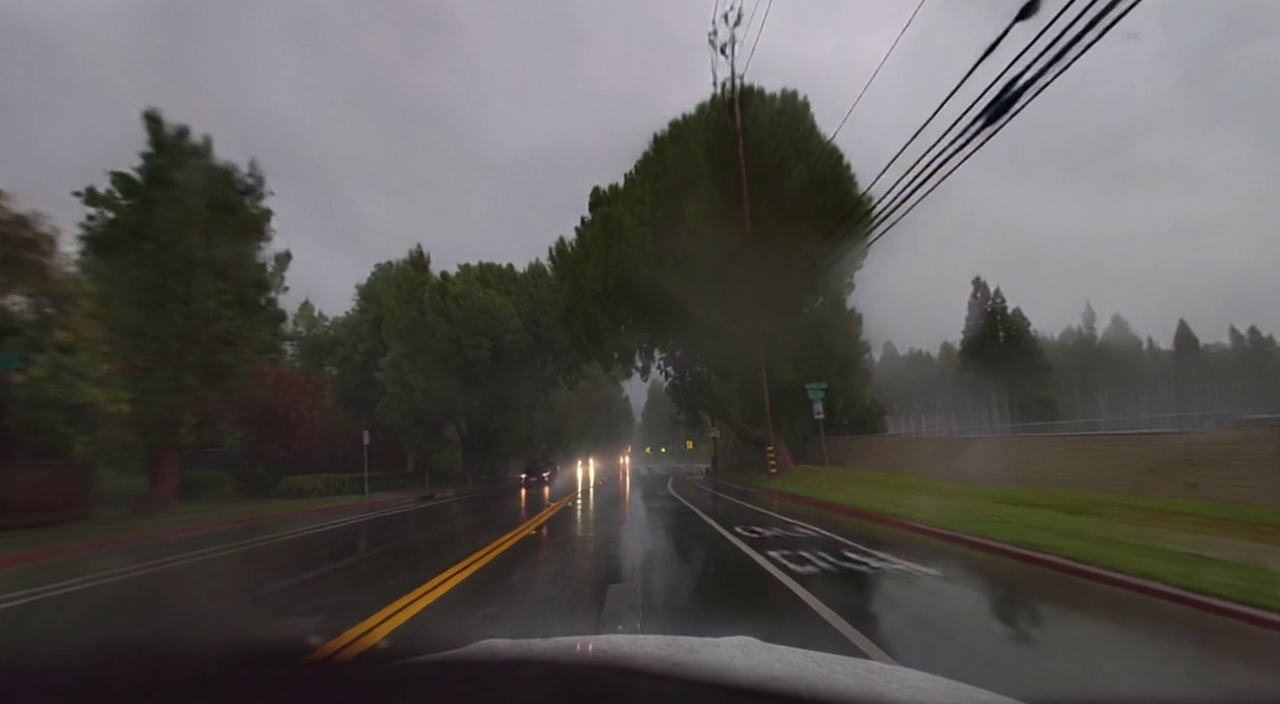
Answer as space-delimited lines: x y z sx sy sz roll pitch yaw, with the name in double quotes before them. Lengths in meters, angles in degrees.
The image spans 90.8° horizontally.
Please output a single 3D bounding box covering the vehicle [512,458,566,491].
"vehicle" -4.850 5.939 30.839 1.966 1.468 4.207 0 -10 0
